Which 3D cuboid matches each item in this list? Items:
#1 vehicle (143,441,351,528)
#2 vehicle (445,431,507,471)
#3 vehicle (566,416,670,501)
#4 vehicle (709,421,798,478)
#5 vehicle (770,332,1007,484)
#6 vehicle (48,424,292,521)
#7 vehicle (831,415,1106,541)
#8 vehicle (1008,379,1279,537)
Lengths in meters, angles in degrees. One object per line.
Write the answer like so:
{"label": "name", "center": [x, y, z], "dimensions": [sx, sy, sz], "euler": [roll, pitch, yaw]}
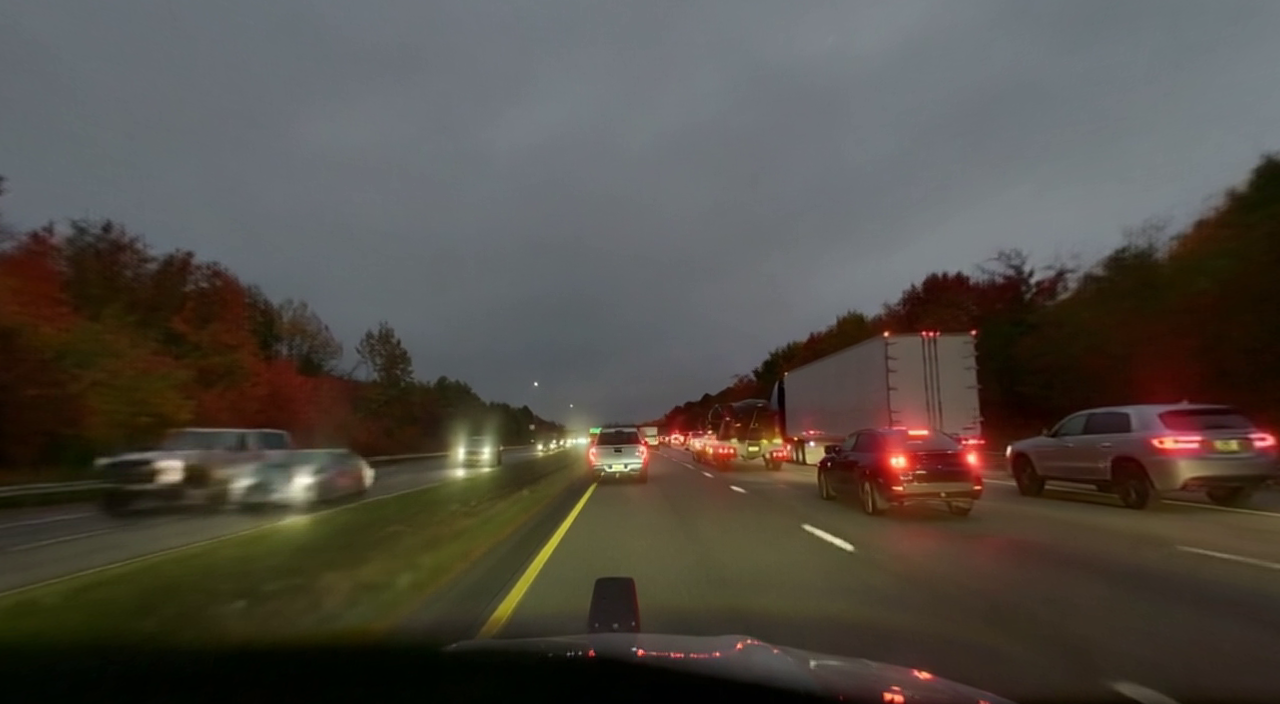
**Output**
{"label": "vehicle", "center": [-8.023, 2.687, 13.386], "dimensions": [1.872, 1.521, 3.962], "euler": [0, -8, 0]}
{"label": "vehicle", "center": [-8.449, 5.122, 32.860], "dimensions": [2.152, 1.903, 4.339], "euler": [0, -8, -1]}
{"label": "vehicle", "center": [-0.480, 2.461, 14.996], "dimensions": [2.087, 1.709, 4.455], "euler": [0, -8, -1]}
{"label": "vehicle", "center": [3.647, 3.231, 21.056], "dimensions": [2.147, 1.707, 3.963], "euler": [0, -8, -2]}
{"label": "vehicle", "center": [8.160, 2.435, 24.062], "dimensions": [2.908, 4.099, 14.103], "euler": [0, -8, -2]}
{"label": "vehicle", "center": [-11.597, 2.958, 16.211], "dimensions": [2.338, 2.059, 5.149], "euler": [0, -8, -1]}
{"label": "vehicle", "center": [4.645, 1.820, 9.775], "dimensions": [2.040, 1.523, 4.068], "euler": [0, -8, -1]}
{"label": "vehicle", "center": [8.545, 1.630, 10.262], "dimensions": [2.116, 1.965, 4.691], "euler": [0, -8, -1]}
